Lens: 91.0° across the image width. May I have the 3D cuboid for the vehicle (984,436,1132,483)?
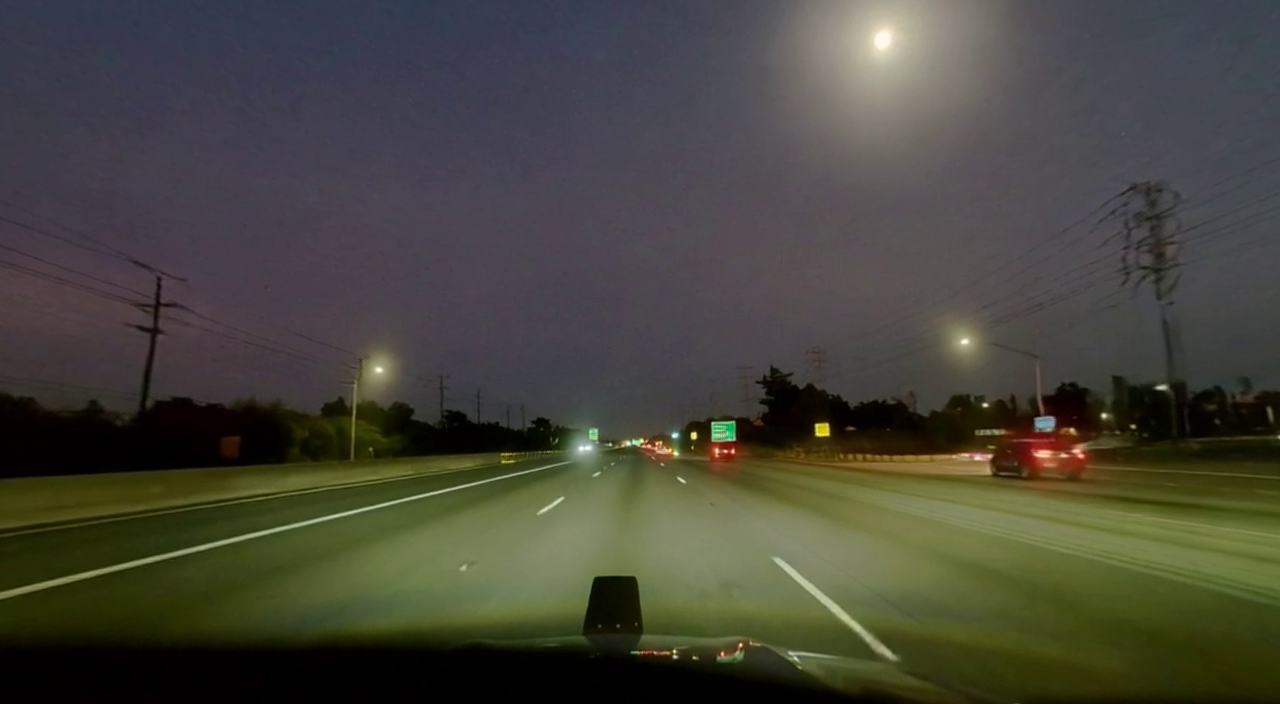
[{"bbox_3d":[14.643,3.787,22.441,2.089,1.484,4.573,0,-9,-1],"label":"vehicle"}]
